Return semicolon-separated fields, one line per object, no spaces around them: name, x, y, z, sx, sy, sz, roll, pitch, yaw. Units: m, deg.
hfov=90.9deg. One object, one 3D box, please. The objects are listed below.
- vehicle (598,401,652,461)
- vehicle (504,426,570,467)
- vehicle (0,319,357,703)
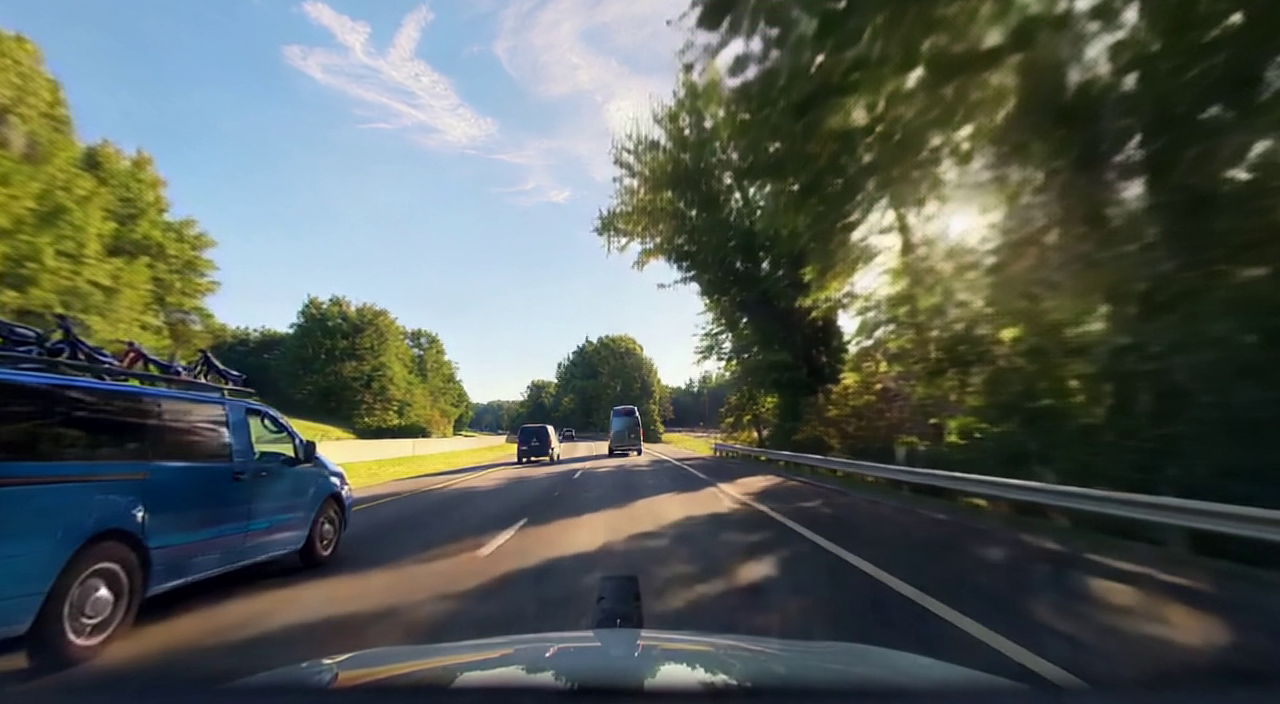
vehicle;-0.860;4.313;34.122;2.647;2.896;6.480;0;-8;-2
vehicle;-4.333;4.058;27.236;2.110;1.636;4.453;0;-8;-1
vehicle;-3.696;0.881;3.570;2.069;1.751;4.720;0;-8;-1
